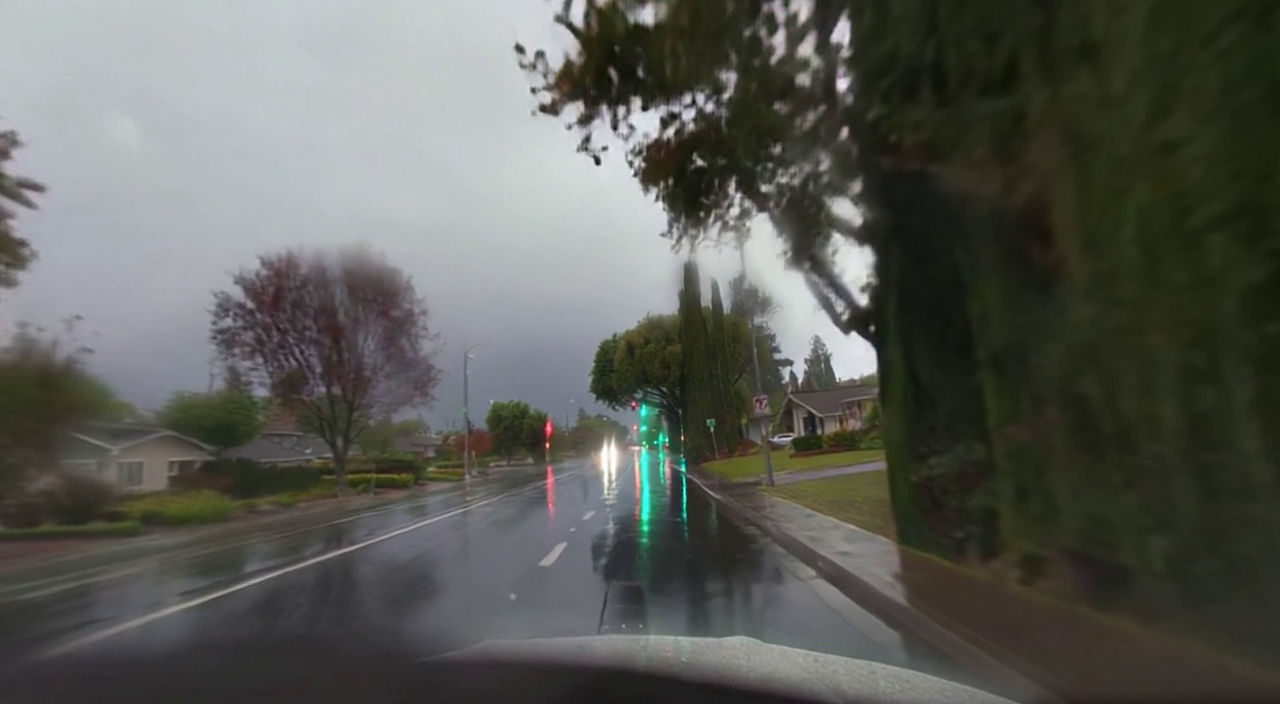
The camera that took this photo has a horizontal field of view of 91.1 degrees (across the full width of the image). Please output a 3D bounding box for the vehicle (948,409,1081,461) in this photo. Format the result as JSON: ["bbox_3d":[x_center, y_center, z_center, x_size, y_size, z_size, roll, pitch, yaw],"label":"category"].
[{"bbox_3d":[14.417,3.215,24.314,3.917,1.454,1.725,-7,-8,0],"label":"vehicle"}]
